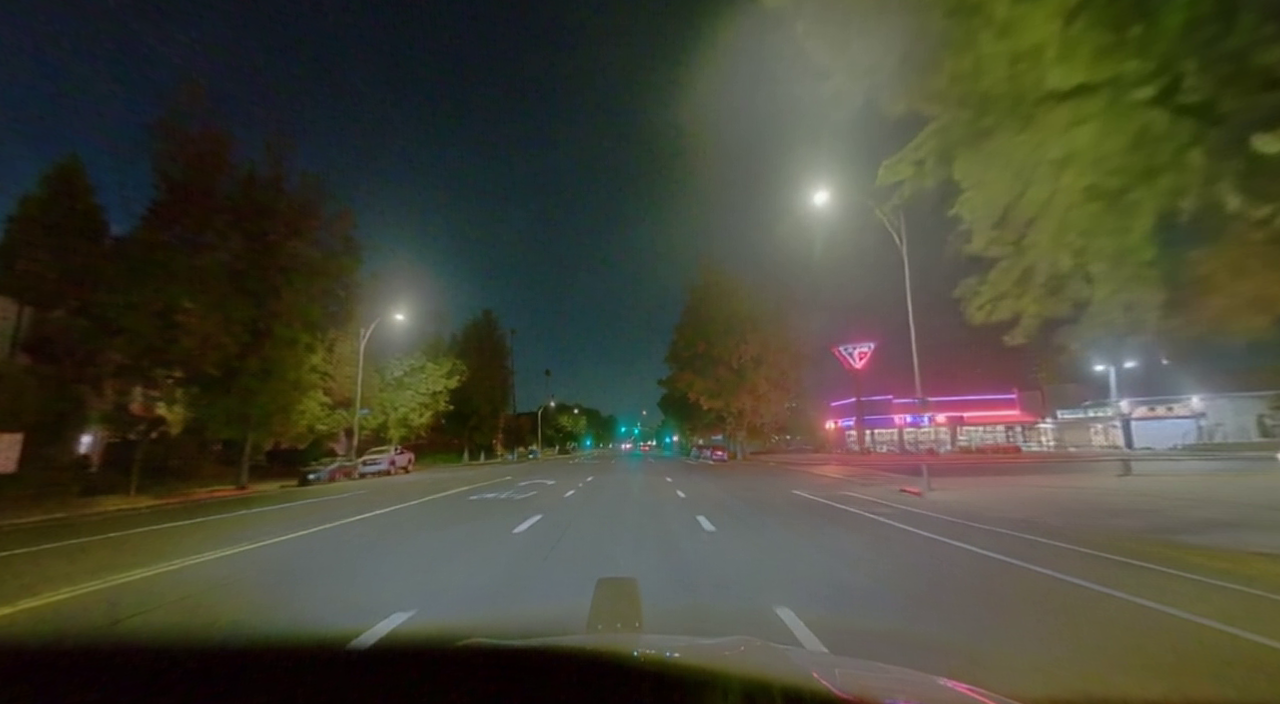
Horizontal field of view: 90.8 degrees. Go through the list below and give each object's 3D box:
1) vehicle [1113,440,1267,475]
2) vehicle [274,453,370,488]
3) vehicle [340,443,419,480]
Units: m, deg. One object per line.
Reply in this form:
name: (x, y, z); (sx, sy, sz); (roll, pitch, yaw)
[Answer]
vehicle: (24.364, 4.696, 28.234); (4.622, 1.466, 2.066); (-3, -9, 16)
vehicle: (-15.029, 5.617, 30.194); (2.106, 1.479, 4.541); (0, -9, 1)
vehicle: (-14.882, 6.289, 36.542); (2.164, 1.933, 5.804); (0, -9, -1)
